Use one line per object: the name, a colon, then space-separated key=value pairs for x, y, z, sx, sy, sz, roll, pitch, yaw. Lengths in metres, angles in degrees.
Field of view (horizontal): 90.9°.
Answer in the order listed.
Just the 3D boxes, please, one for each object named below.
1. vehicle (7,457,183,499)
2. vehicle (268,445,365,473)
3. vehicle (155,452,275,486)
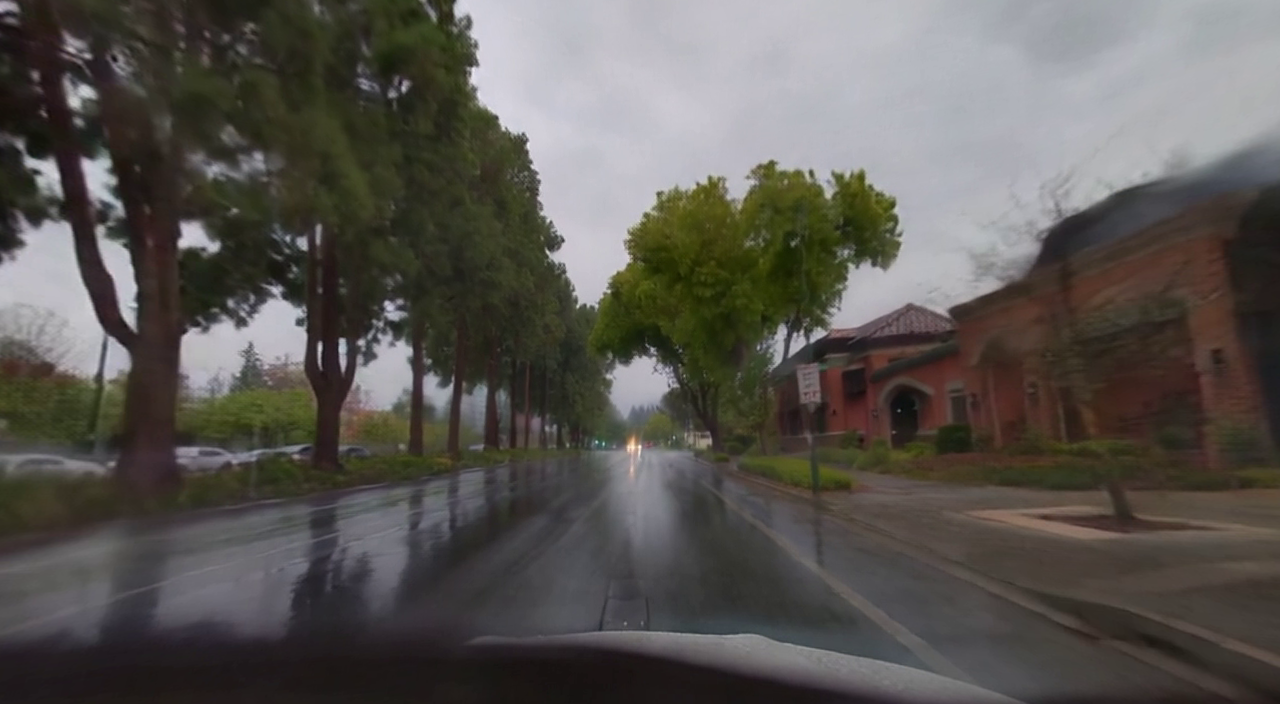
vehicle: x=-19.652 y=4.537 z=22.901 sx=4.567 sy=1.402 sz=1.910 roll=0 pitch=-9 yaw=0
vehicle: x=-18.909 y=6.256 z=37.018 sx=4.606 sy=1.544 sz=1.965 roll=0 pitch=-9 yaw=0
vehicle: x=-19.199 y=5.278 z=28.619 sx=4.005 sy=1.433 sz=1.953 roll=0 pitch=-9 yaw=0
